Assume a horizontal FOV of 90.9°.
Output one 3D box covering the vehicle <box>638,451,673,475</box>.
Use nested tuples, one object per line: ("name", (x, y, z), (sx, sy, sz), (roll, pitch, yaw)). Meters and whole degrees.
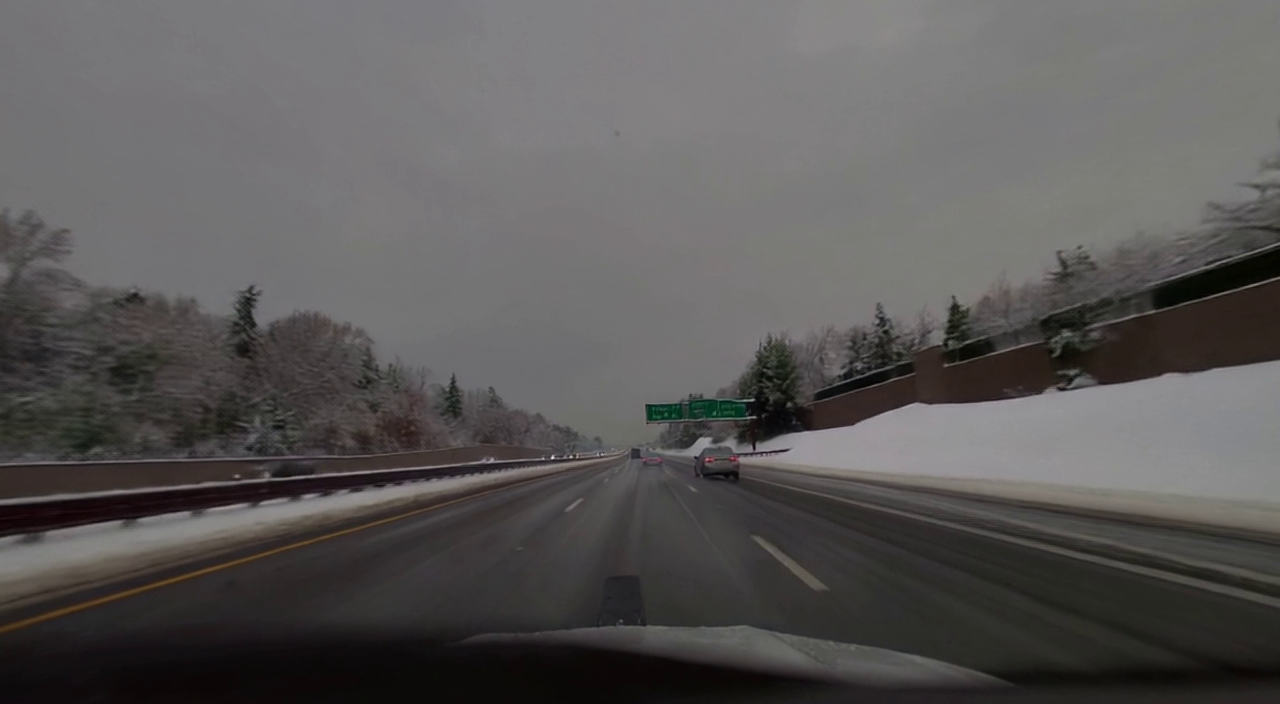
("vehicle", (0.951, 6.887, 39.201), (2.065, 1.400, 4.028), (0, -9, 1))

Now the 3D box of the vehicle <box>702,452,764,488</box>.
("vehicle", (3.625, 4.666, 25.167), (1.883, 1.320, 3.386), (0, -9, -1))

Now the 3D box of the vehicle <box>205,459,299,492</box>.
("vehicle", (-19.989, 6.357, 32.758), (1.887, 1.522, 4.541), (-1, -9, 2))
